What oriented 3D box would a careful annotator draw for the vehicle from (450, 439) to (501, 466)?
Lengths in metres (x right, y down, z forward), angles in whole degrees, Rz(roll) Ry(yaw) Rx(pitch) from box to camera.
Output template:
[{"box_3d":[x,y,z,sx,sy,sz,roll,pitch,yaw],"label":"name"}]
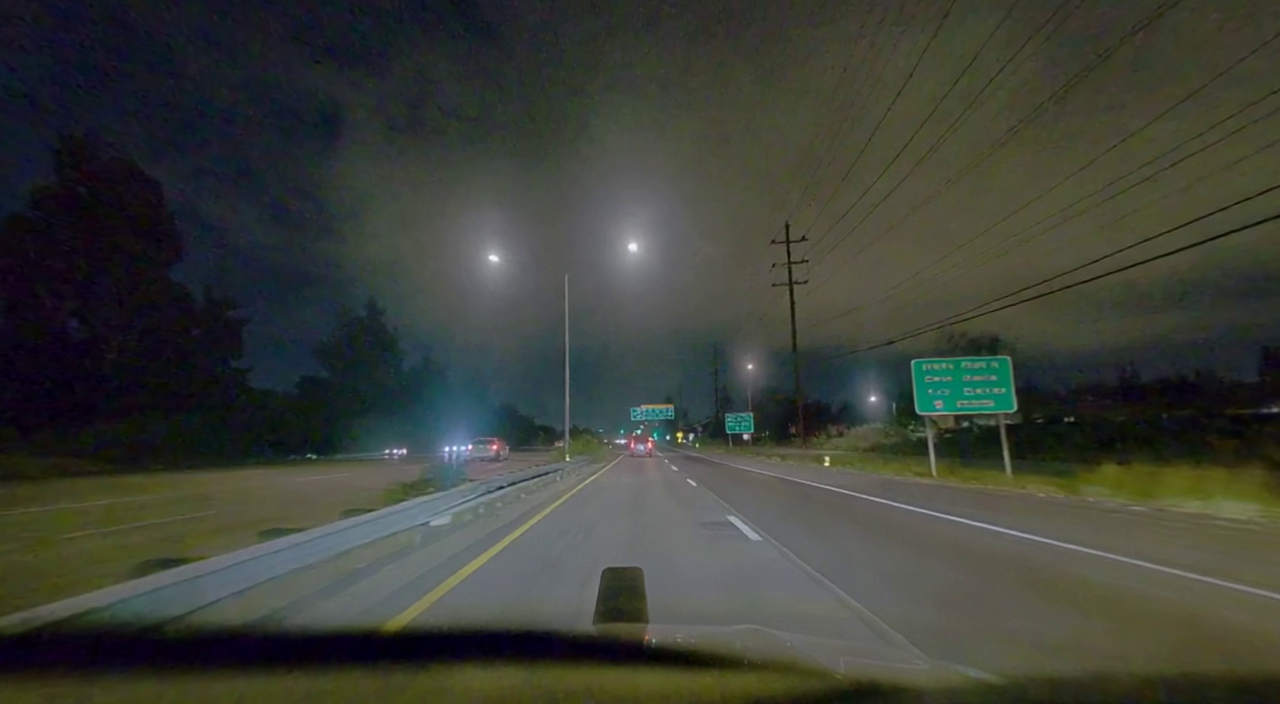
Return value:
[{"box_3d":[-10.121,6.223,39.216,1.947,1.528,4.355,0,-8,1],"label":"vehicle"}]
